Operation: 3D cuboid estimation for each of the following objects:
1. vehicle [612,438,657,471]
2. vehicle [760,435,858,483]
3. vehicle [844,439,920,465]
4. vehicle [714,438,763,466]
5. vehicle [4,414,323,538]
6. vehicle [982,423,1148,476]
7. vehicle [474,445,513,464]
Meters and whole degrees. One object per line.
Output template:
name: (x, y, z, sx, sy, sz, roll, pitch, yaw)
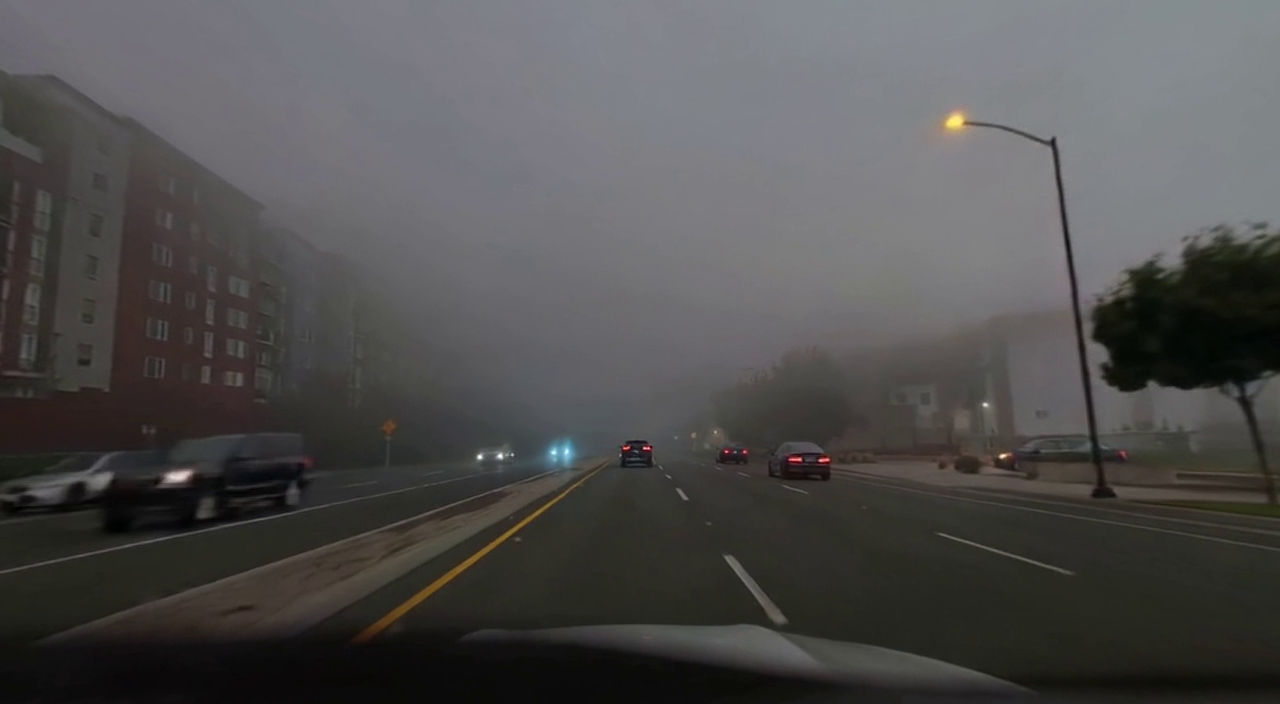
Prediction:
vehicle: (-0.282, 5.139, 31.814, 2.106, 1.553, 3.964, 0, -9, -1)
vehicle: (5.994, 3.865, 23.033, 2.121, 1.557, 4.898, 0, -9, -1)
vehicle: (16.738, 6.897, 43.719, 2.194, 1.666, 4.576, 4, -9, -26)
vehicle: (5.774, 5.969, 37.546, 2.154, 1.554, 4.149, 0, -9, -2)
vehicle: (-8.593, 2.277, 12.207, 2.357, 1.894, 4.864, 0, -9, 0)
vehicle: (17.752, 4.115, 26.493, 5.388, 2.082, 2.328, 1, -9, -4)
vehicle: (-11.575, 8.117, 49.948, 1.897, 1.466, 4.566, 0, -9, 1)
